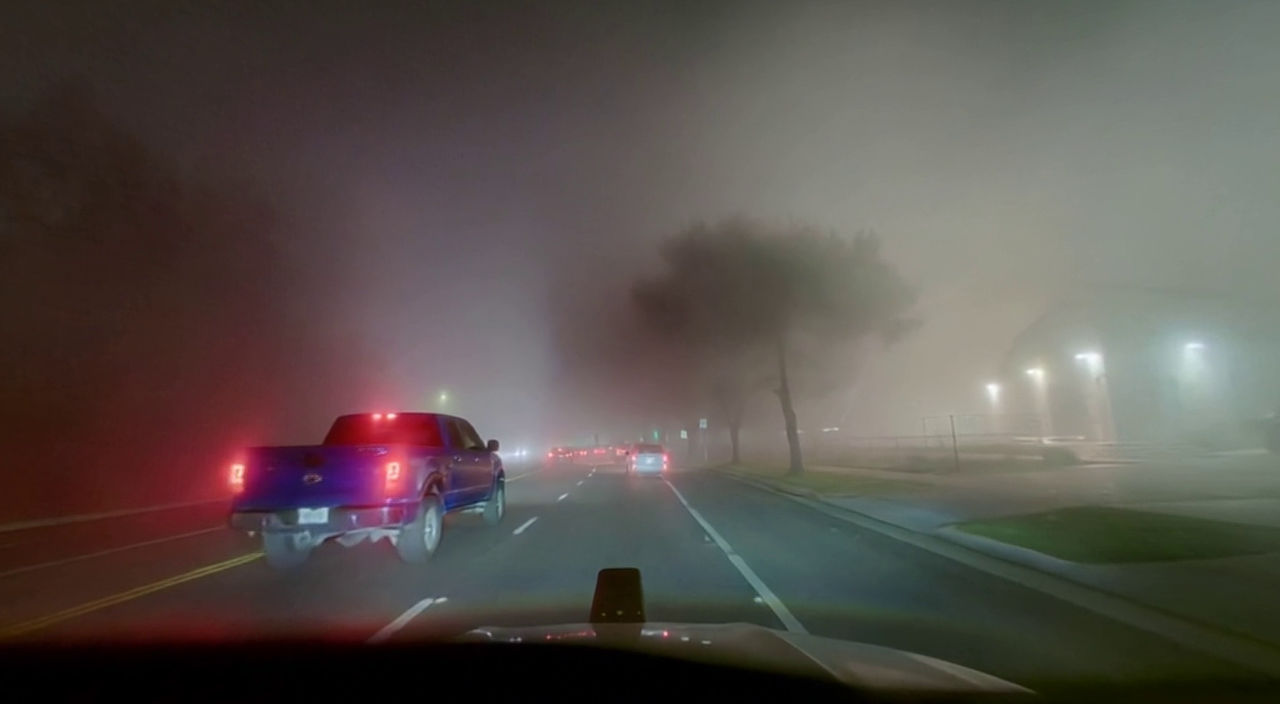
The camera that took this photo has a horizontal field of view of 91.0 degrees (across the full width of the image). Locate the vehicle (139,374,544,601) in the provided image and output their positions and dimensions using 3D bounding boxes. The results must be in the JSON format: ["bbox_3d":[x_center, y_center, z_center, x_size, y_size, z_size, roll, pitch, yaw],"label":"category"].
[{"bbox_3d":[-3.088,1.618,8.500,2.512,1.992,5.725,0,-9,2],"label":"vehicle"}]

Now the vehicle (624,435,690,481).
[{"bbox_3d":[0.517,3.905,23.394,2.142,1.528,4.133,0,-9,-3],"label":"vehicle"}]

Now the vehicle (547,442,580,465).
[{"bbox_3d":[-5.126,6.791,42.292,2.018,1.458,4.350,1,-9,-7],"label":"vehicle"}]

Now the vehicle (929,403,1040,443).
[{"bbox_3d":[22.268,4.676,41.005,6.027,2.377,2.245,-4,-10,26],"label":"vehicle"}]
